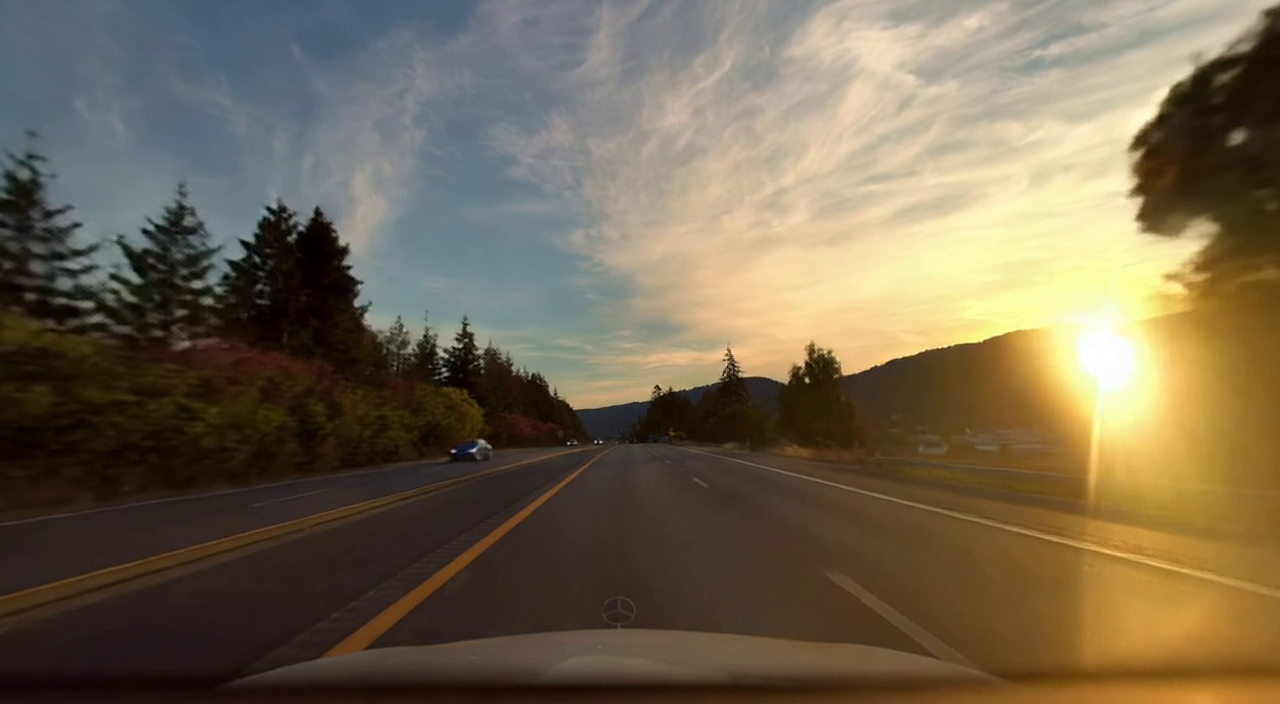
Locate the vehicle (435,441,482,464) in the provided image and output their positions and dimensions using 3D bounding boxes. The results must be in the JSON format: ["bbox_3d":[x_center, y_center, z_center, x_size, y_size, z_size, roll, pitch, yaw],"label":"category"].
[{"bbox_3d":[-12.507,6.897,43.675,1.946,1.467,4.602,0,-8,-1],"label":"vehicle"}]
